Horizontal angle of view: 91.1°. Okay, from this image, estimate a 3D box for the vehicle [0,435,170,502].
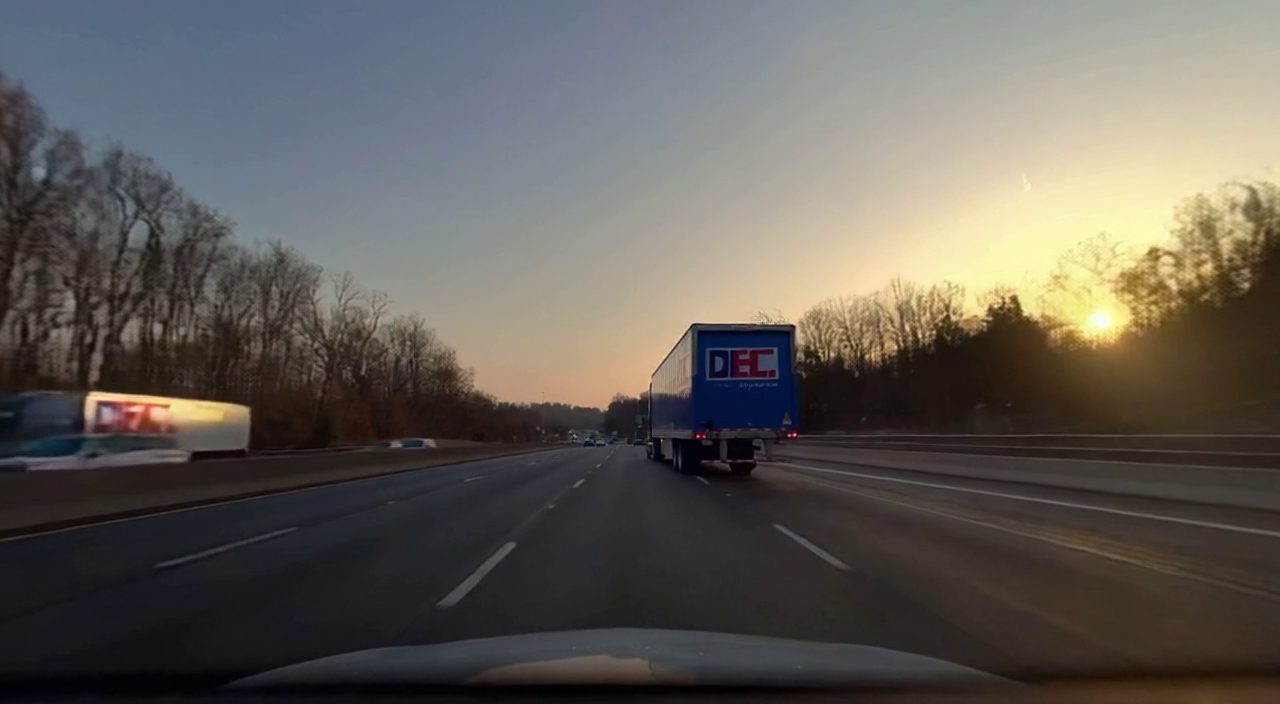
[{"bbox_3d":[-16.367,3.221,18.049,2.030,1.655,4.893,0,-8,-1],"label":"vehicle"}]

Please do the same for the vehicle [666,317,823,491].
[{"bbox_3d":[2.696,1.814,19.662,3.011,4.211,8.926,0,-8,-2],"label":"vehicle"}]

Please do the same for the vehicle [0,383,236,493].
[{"bbox_3d":[-23.053,3.748,27.642,3.063,3.783,11.601,0,-8,-1],"label":"vehicle"}]

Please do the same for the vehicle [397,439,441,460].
[{"bbox_3d":[-16.976,7.506,48.560,1.829,1.490,4.552,0,-8,-1],"label":"vehicle"}]
